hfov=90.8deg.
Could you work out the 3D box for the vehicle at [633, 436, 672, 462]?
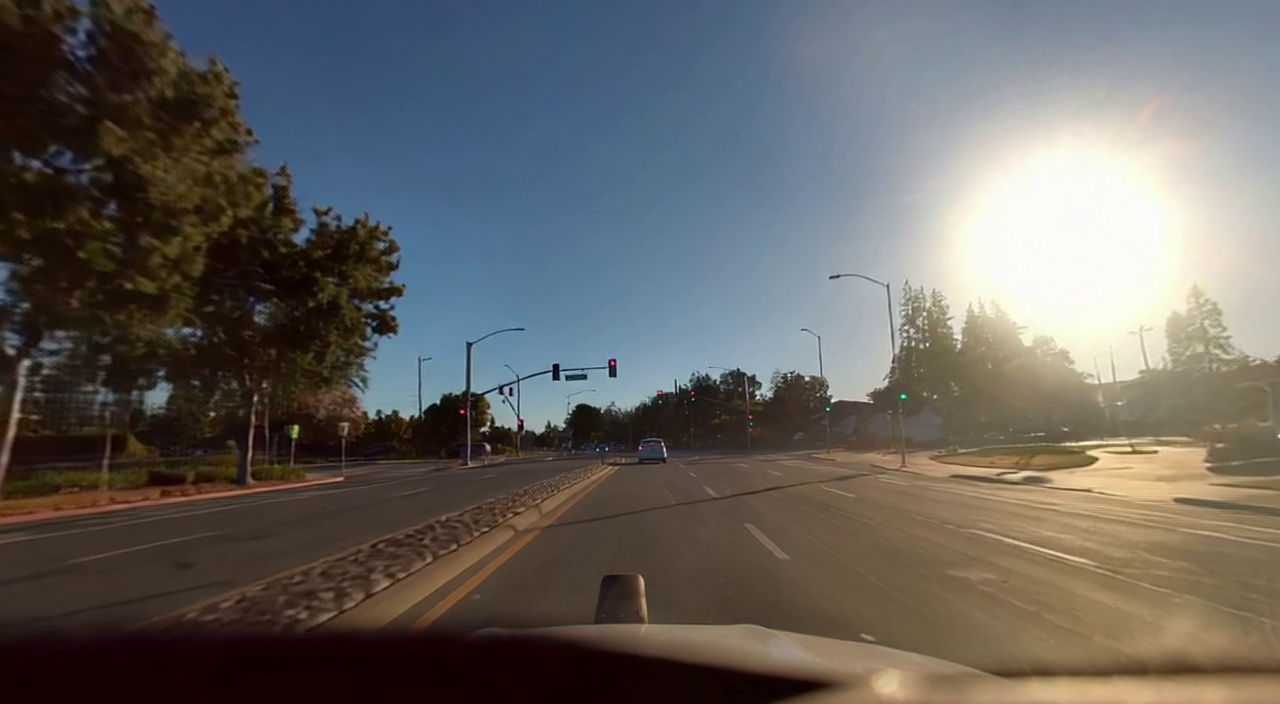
[{"bbox_3d":[0.858,6.353,41.504,2.074,1.570,3.647,0,-8,9],"label":"vehicle"}]
